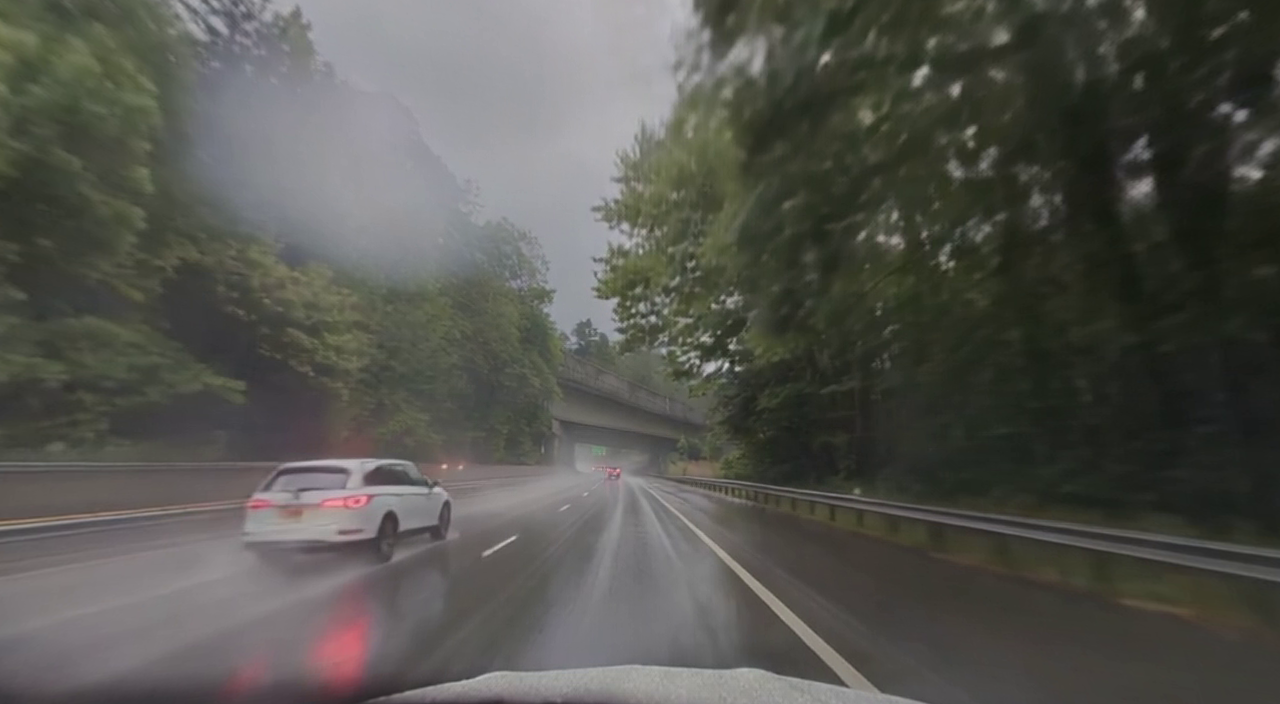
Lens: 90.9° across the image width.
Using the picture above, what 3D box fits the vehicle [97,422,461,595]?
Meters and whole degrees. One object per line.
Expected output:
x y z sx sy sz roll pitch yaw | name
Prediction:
-4.484 2.107 9.157 2.286 1.757 5.057 1 -11 -1 | vehicle
